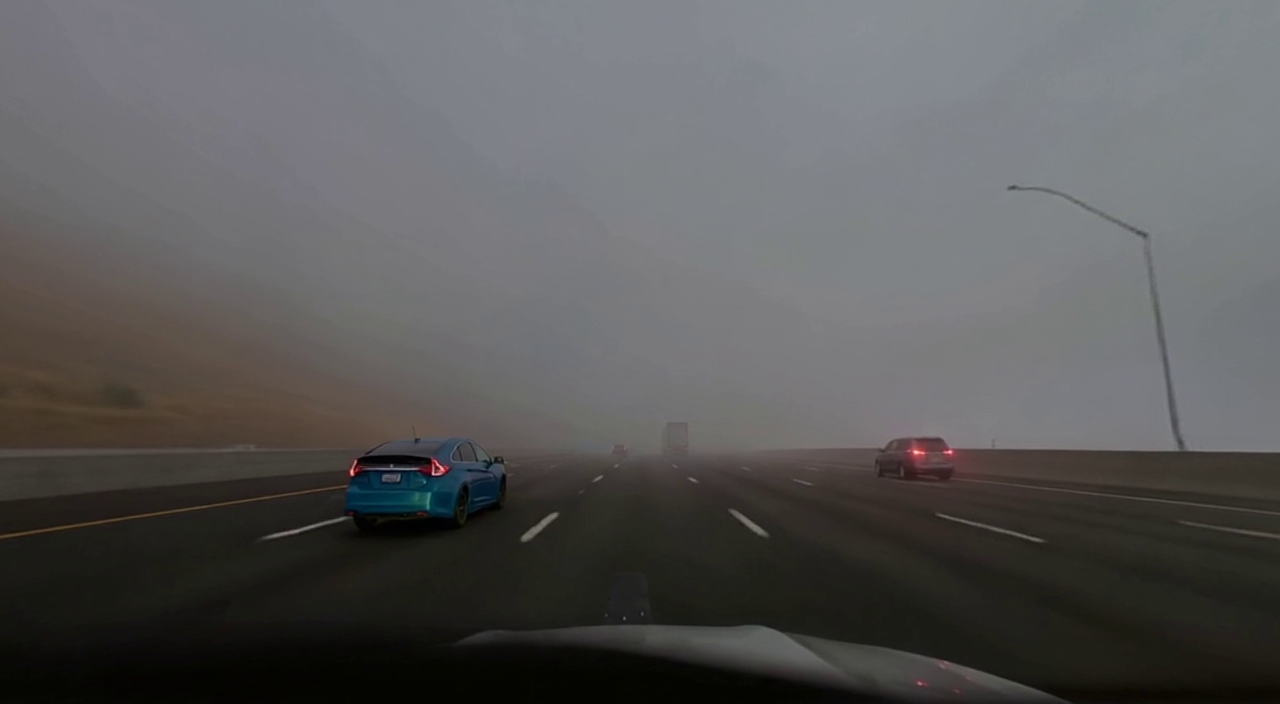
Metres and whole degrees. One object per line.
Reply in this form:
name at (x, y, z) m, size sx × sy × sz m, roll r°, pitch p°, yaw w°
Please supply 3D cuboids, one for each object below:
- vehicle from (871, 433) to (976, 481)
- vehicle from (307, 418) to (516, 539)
vehicle at (11.154, 4.165, 25.126) m, size 2.062 × 1.736 × 4.589 m, roll 0°, pitch -8°, yaw 0°
vehicle at (-3.484, 1.999, 10.483) m, size 1.967 × 1.615 × 3.886 m, roll 0°, pitch -8°, yaw 1°
